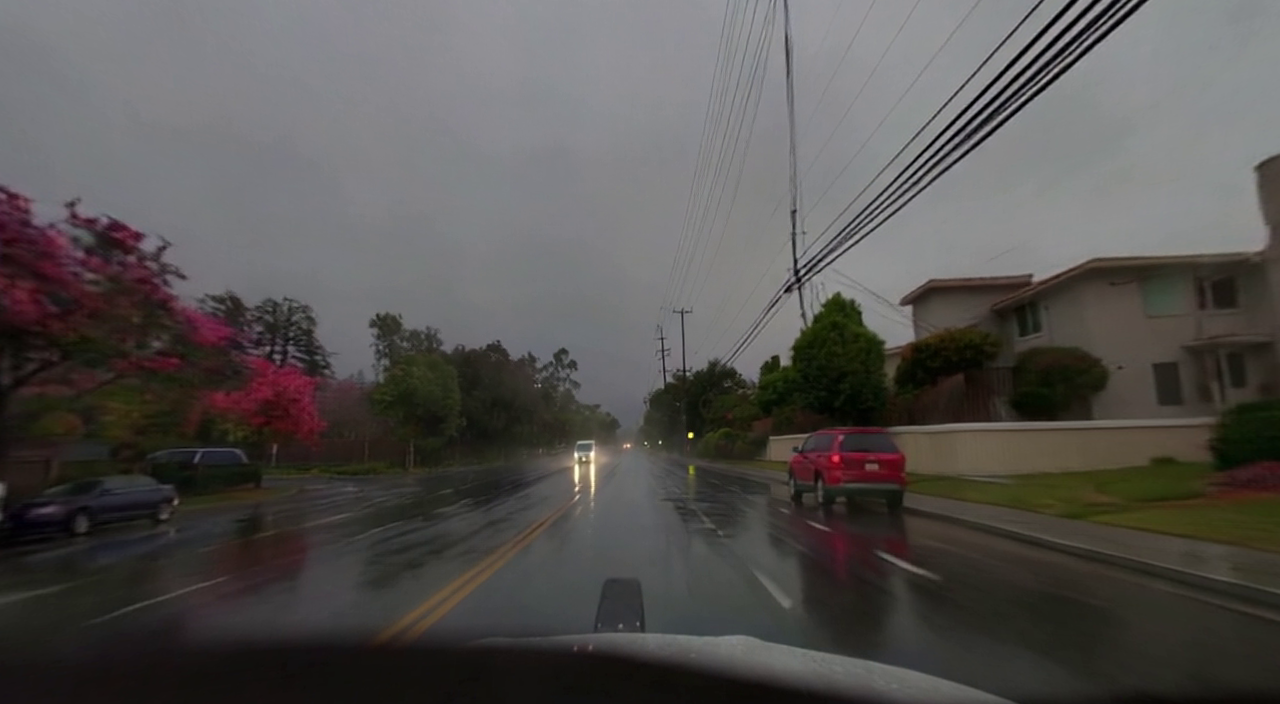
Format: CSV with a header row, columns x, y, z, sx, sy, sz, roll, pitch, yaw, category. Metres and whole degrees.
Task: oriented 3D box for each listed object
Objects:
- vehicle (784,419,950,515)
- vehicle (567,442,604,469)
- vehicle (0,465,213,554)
x,y,z,sx,sy,sz,roll,pitch,yaw,category
5.419,2.846,16.143,2.238,1.995,5.491,0,-9,1,vehicle
-4.084,7.861,48.132,2.357,1.893,5.084,0,-9,0,vehicle
-13.197,3.712,15.513,2.106,1.606,4.804,-2,-8,0,vehicle
